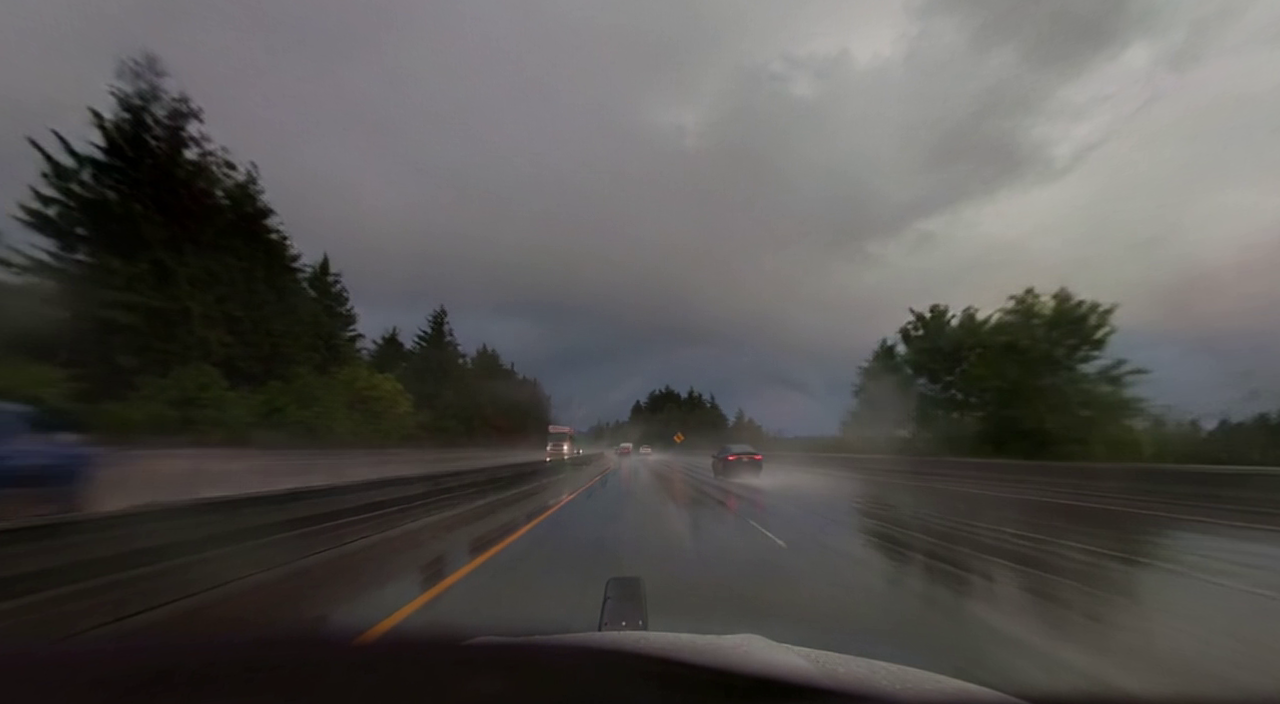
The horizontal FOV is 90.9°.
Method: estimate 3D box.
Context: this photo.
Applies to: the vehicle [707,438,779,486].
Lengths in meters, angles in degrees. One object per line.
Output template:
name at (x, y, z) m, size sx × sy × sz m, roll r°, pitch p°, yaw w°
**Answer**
vehicle at (3.870, 4.218, 24.389) m, size 1.933 × 1.663 × 4.440 m, roll 0°, pitch -9°, yaw -1°
